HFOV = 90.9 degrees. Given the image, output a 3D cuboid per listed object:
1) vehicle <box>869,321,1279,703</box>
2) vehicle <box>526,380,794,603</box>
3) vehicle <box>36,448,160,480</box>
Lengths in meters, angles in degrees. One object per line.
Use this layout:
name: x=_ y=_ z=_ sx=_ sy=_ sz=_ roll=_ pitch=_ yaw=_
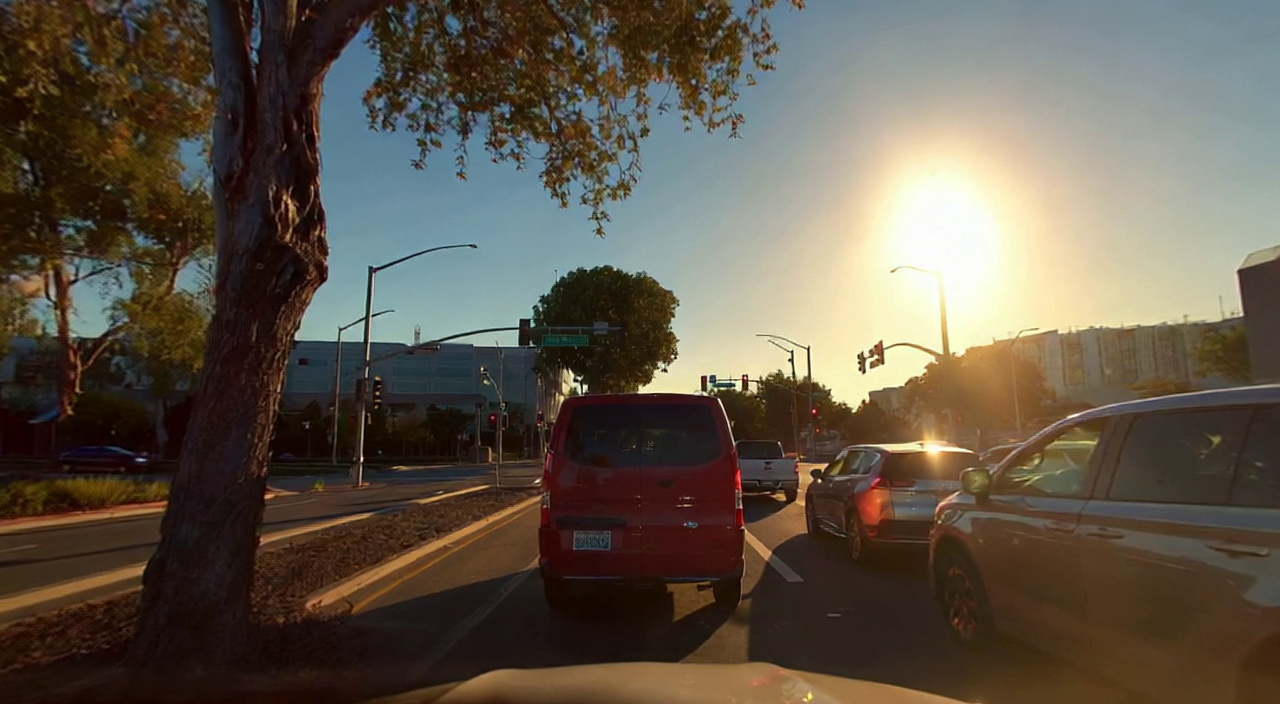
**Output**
vehicle: x=2.900 y=0.945 z=3.168 sx=1.971 sy=1.663 sz=4.287 roll=0 pitch=-8 yaw=2
vehicle: x=0.179 y=1.466 z=7.439 sx=2.185 sy=1.822 sz=4.391 roll=0 pitch=-8 yaw=1
vehicle: x=-27.315 y=5.633 z=31.882 sx=4.425 sy=1.427 sz=1.911 roll=1 pitch=-5 yaw=-5
